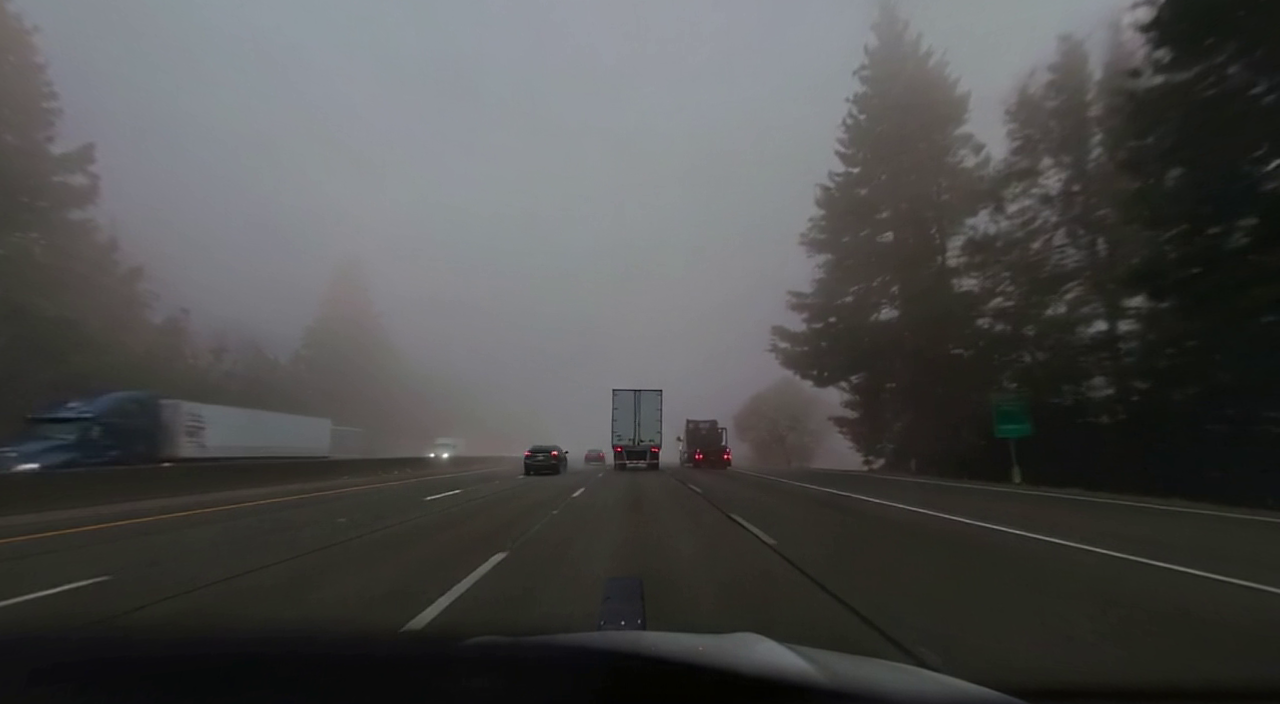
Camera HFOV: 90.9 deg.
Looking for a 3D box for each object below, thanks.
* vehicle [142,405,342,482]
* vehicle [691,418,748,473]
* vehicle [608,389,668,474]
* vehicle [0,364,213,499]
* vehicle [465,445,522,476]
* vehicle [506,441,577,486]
[{"bbox_3d":[-18.545,4.496,30.749,2.817,3.096,10.655,0,-9,0],"label":"vehicle"},{"bbox_3d":[4.420,5.305,35.782,2.565,2.902,3.798,0,-9,-2],"label":"vehicle"},{"bbox_3d":[-0.208,4.746,36.474,2.875,4.056,12.312,0,-9,-1],"label":"vehicle"},{"bbox_3d":[-18.443,2.737,21.076,3.084,3.687,7.389,0,-9,-1],"label":"vehicle"},{"bbox_3d":[-7.463,5.556,32.440,1.926,1.482,3.959,0,-9,1],"label":"vehicle"},{"bbox_3d":[-3.677,4.227,24.206,2.061,1.555,3.900,0,-9,0],"label":"vehicle"}]
